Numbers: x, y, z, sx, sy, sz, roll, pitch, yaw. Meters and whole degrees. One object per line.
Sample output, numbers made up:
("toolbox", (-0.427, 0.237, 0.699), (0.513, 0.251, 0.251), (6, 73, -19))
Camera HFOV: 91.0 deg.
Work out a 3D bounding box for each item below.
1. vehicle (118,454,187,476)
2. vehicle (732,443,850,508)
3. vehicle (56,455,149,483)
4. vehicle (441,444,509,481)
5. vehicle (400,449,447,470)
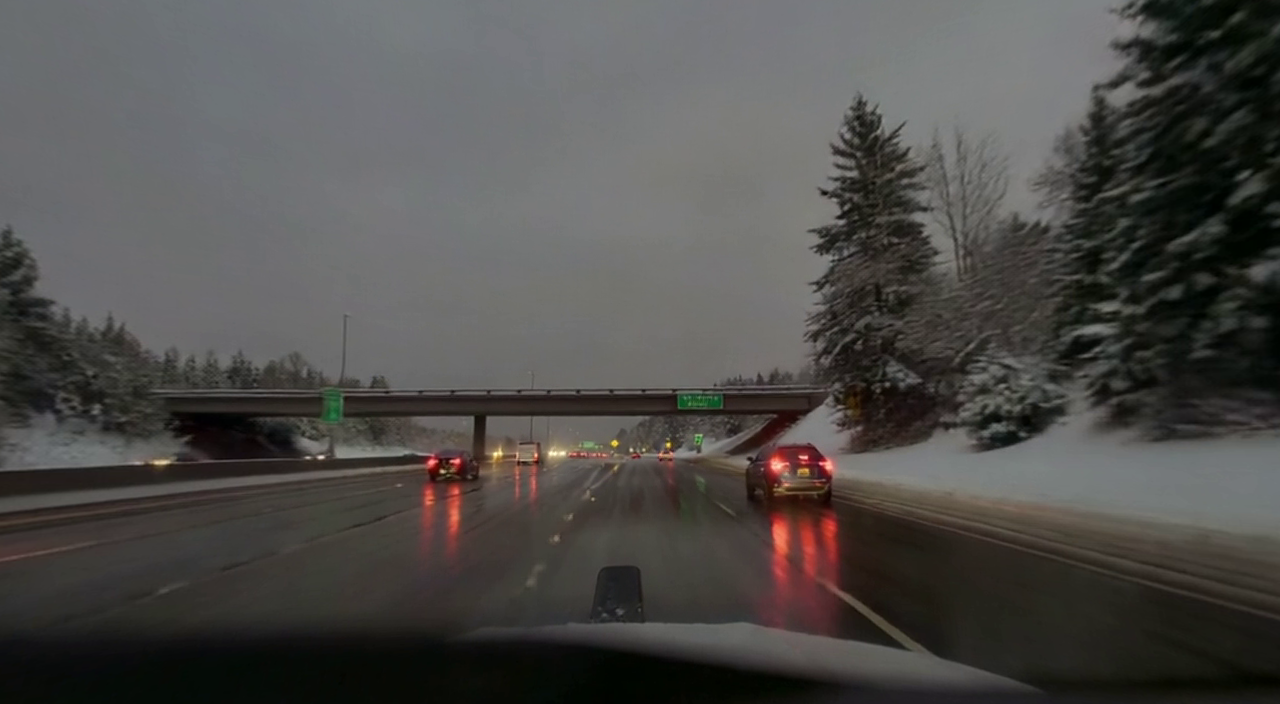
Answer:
("vehicle", (-36.373, 8.443, 47.141), (1.770, 1.500, 4.347), (0, -9, -2))
("vehicle", (3.905, 3.272, 17.183), (2.079, 1.535, 4.316), (0, -9, -1))
("vehicle", (-31.523, 6.845, 37.128), (1.796, 1.492, 4.319), (1, -9, -3))
("vehicle", (-7.619, 5.144, 29.582), (2.072, 1.545, 4.687), (0, -9, -2))
("vehicle", (-15.963, 7.934, 46.657), (1.919, 1.497, 4.765), (0, -9, -2))
